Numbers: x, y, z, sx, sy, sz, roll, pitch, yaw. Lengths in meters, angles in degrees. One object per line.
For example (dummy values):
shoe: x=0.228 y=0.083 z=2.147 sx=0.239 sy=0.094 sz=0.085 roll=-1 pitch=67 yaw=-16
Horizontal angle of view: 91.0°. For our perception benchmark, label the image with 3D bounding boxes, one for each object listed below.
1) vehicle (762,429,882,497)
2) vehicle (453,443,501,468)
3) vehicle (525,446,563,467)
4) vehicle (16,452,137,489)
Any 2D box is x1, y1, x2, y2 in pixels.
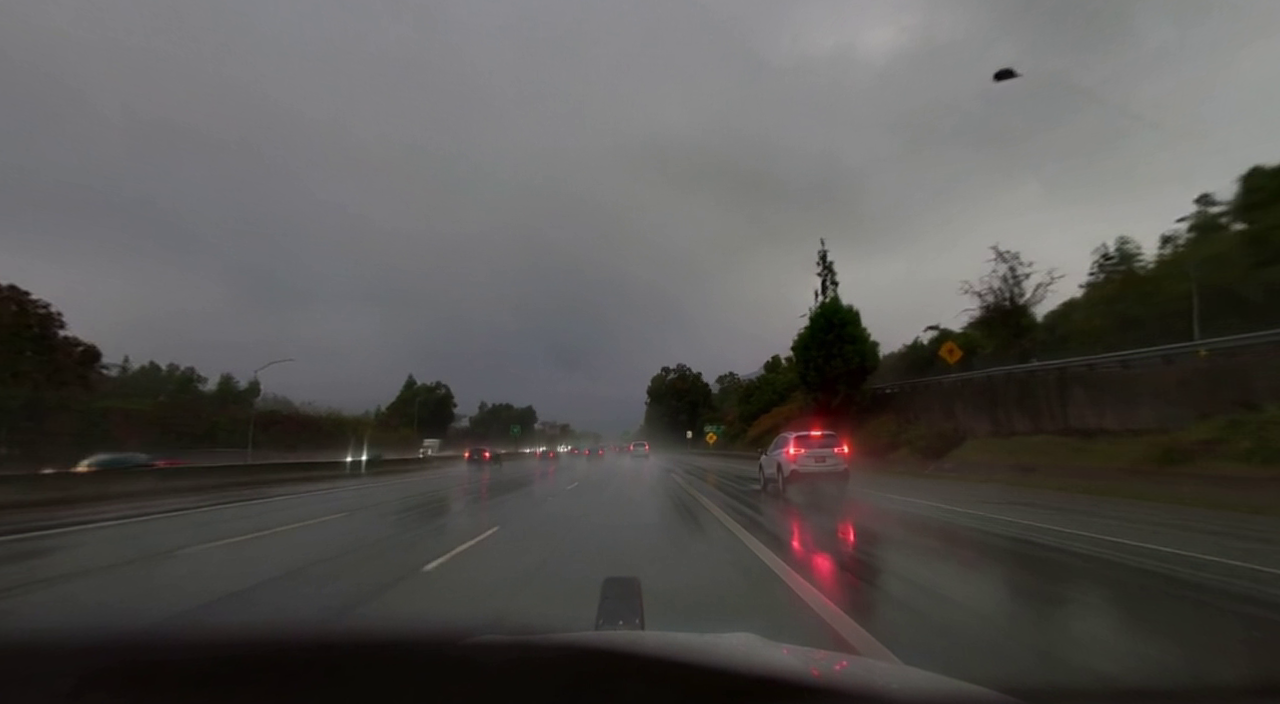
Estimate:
vehicle: x=5.454 y=3.405 z=19.676 sx=2.259 sy=1.816 sz=4.862 roll=0 pitch=-9 yaw=-1
vehicle: x=-11.320 y=7.264 z=44.171 sx=2.107 sy=1.628 sz=4.446 roll=0 pitch=-9 yaw=1
vehicle: x=-7.203 y=7.908 z=47.907 sx=2.071 sy=1.486 sz=4.703 roll=0 pitch=-9 yaw=1
vehicle: x=-24.807 y=5.217 z=27.933 sx=1.779 sy=1.480 sz=3.783 roll=0 pitch=-9 yaw=1
